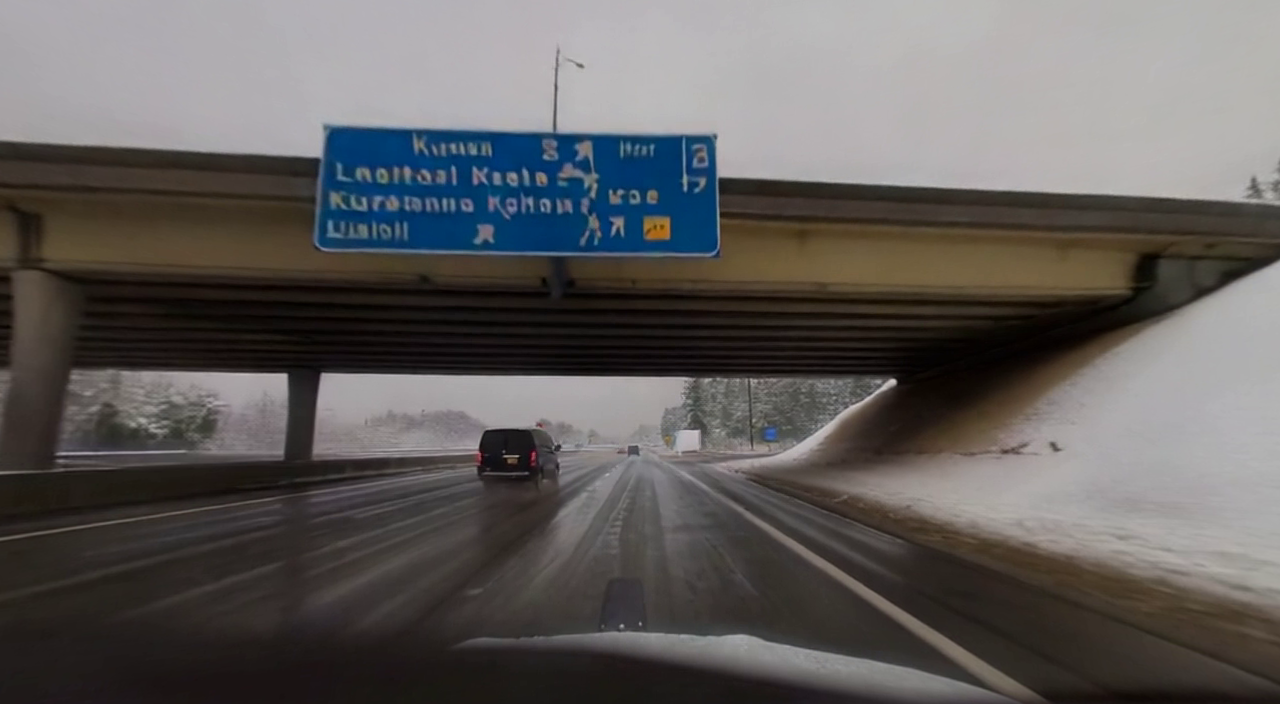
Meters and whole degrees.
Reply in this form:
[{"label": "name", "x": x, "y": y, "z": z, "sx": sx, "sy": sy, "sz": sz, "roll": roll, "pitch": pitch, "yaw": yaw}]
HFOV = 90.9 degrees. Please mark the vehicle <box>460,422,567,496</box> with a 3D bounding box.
[{"label": "vehicle", "x": -3.668, "y": 3.252, "z": 19.327, "sx": 2.167, "sy": 1.929, "sz": 5.037, "roll": 0, "pitch": -9, "yaw": 1}]
